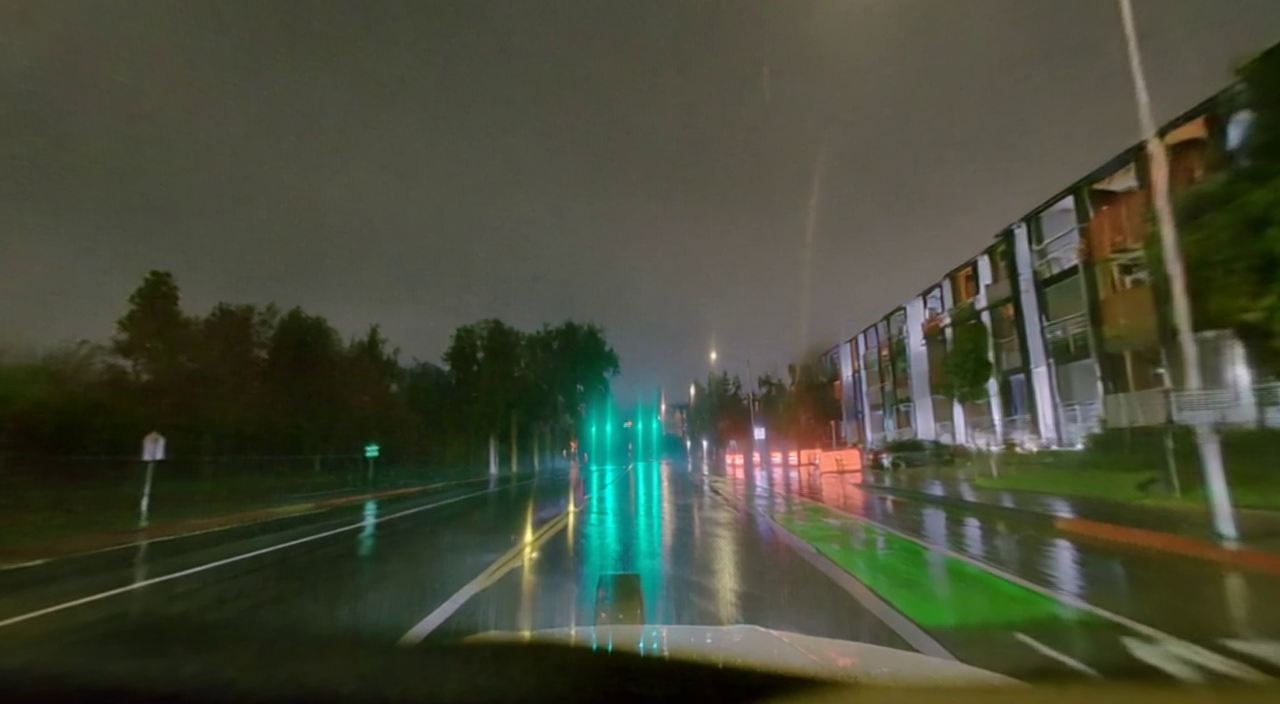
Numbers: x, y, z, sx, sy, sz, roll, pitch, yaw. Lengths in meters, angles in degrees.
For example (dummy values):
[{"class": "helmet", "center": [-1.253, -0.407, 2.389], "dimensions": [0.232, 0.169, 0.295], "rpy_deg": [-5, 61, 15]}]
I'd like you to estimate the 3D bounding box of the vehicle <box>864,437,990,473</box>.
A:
[{"class": "vehicle", "center": [11.680, 4.225, 25.977], "dimensions": [4.251, 1.418, 1.896], "rpy_deg": [0, -9, 3]}]
